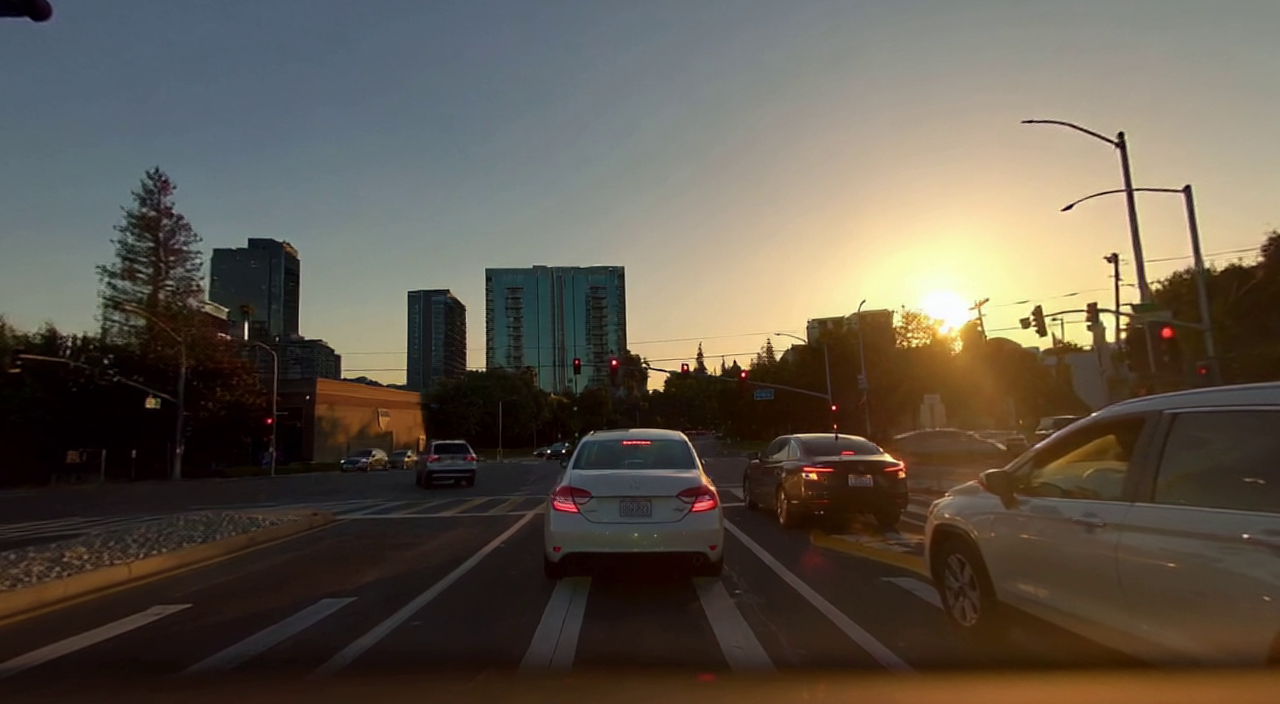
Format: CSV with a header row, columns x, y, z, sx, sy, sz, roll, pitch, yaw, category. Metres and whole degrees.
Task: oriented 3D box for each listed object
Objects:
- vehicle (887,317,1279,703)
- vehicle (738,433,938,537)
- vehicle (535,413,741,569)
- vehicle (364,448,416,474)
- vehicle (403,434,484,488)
x,y,z,sx,sy,sz,roll,pitch,yaw,category
3.008,0.865,2.698,2.103,1.701,4.294,0,-8,-1,vehicle
3.148,2.210,11.182,2.001,1.463,4.398,0,-8,-2,vehicle
-0.075,1.782,8.797,2.188,1.637,4.027,0,-8,-2,vehicle
-18.840,8.202,47.871,2.026,1.836,4.726,0,-8,0,vehicle
-7.576,4.096,24.107,2.021,1.837,4.448,5,-10,-28,vehicle
